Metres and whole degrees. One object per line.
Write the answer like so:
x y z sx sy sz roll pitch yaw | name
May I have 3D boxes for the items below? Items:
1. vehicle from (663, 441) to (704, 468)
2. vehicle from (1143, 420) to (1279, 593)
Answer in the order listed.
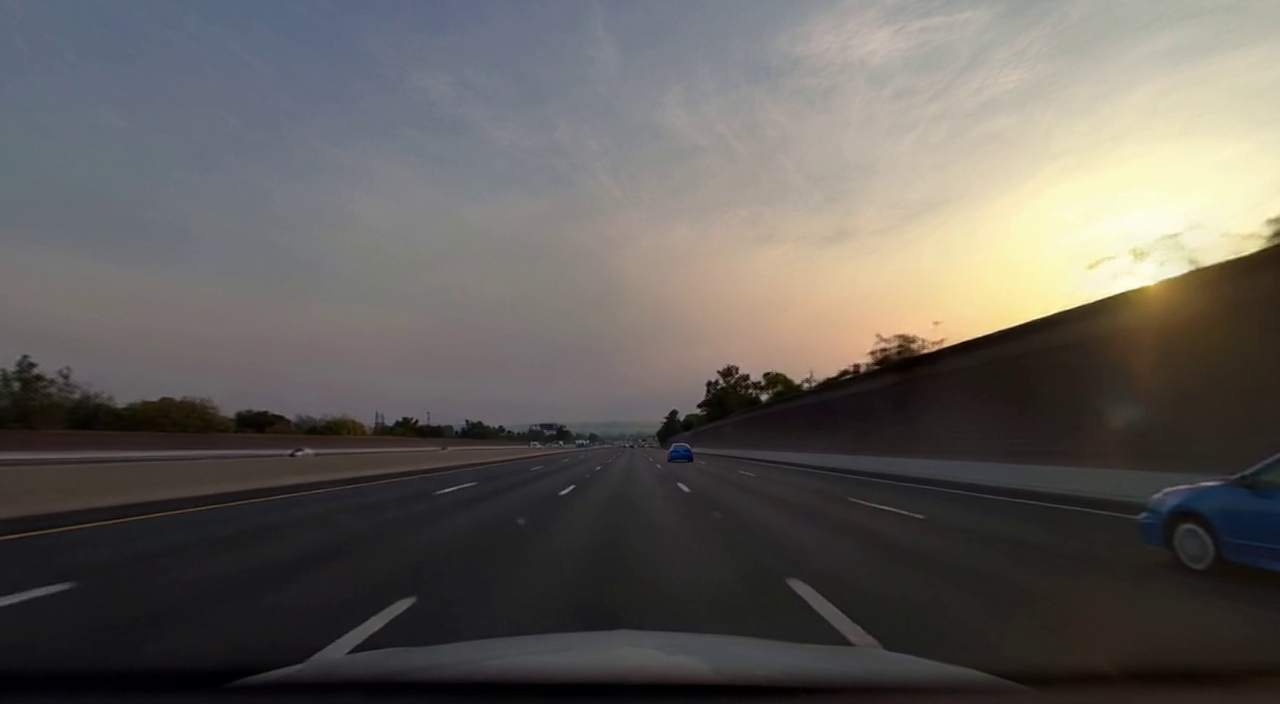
2.701 6.483 40.212 2.270 1.615 3.770 0 -8 -2 | vehicle
6.824 1.221 4.572 2.227 1.522 5.041 0 -8 0 | vehicle
